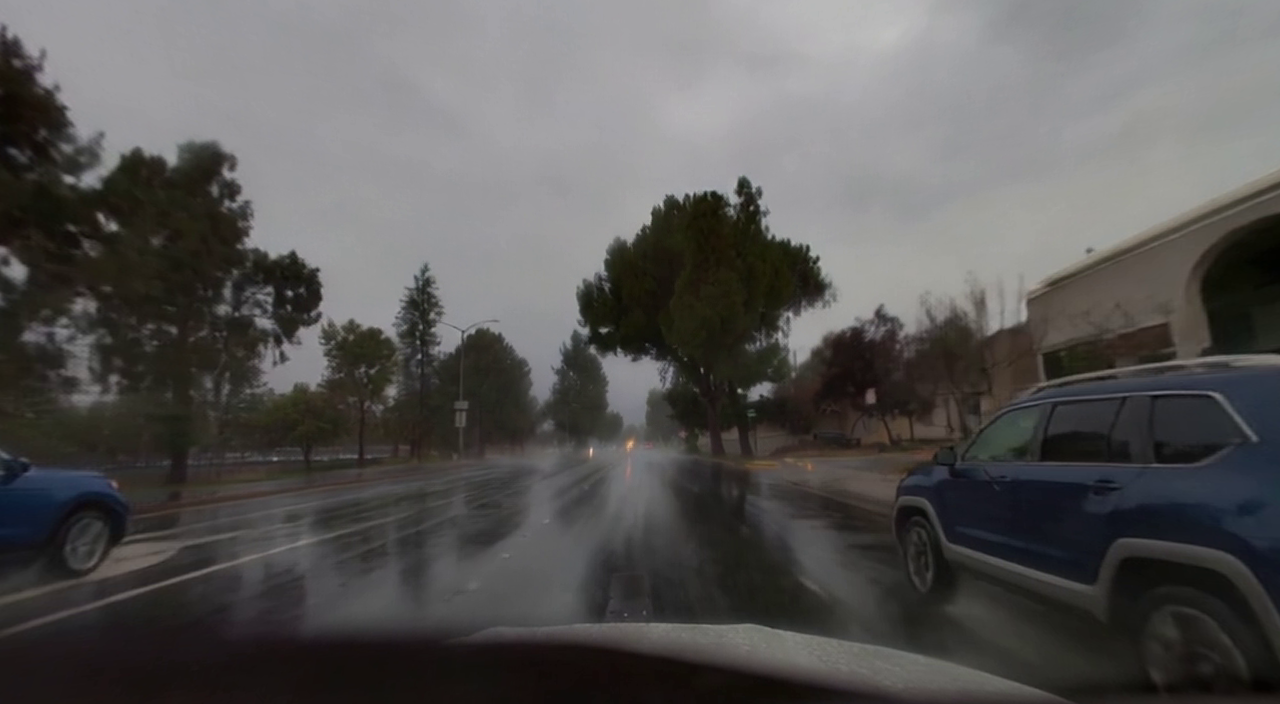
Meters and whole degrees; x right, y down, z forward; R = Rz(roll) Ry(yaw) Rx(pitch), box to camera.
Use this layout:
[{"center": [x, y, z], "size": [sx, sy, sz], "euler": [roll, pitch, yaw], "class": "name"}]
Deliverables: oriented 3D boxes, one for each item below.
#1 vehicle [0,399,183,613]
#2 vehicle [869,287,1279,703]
[{"center": [-6.139, 1.165, 4.561], "size": [2.069, 1.690, 4.837], "euler": [0, -9, -1], "class": "vehicle"}, {"center": [2.912, 0.831, 2.740], "size": [2.047, 1.768, 4.607], "euler": [0, -9, 0], "class": "vehicle"}]
